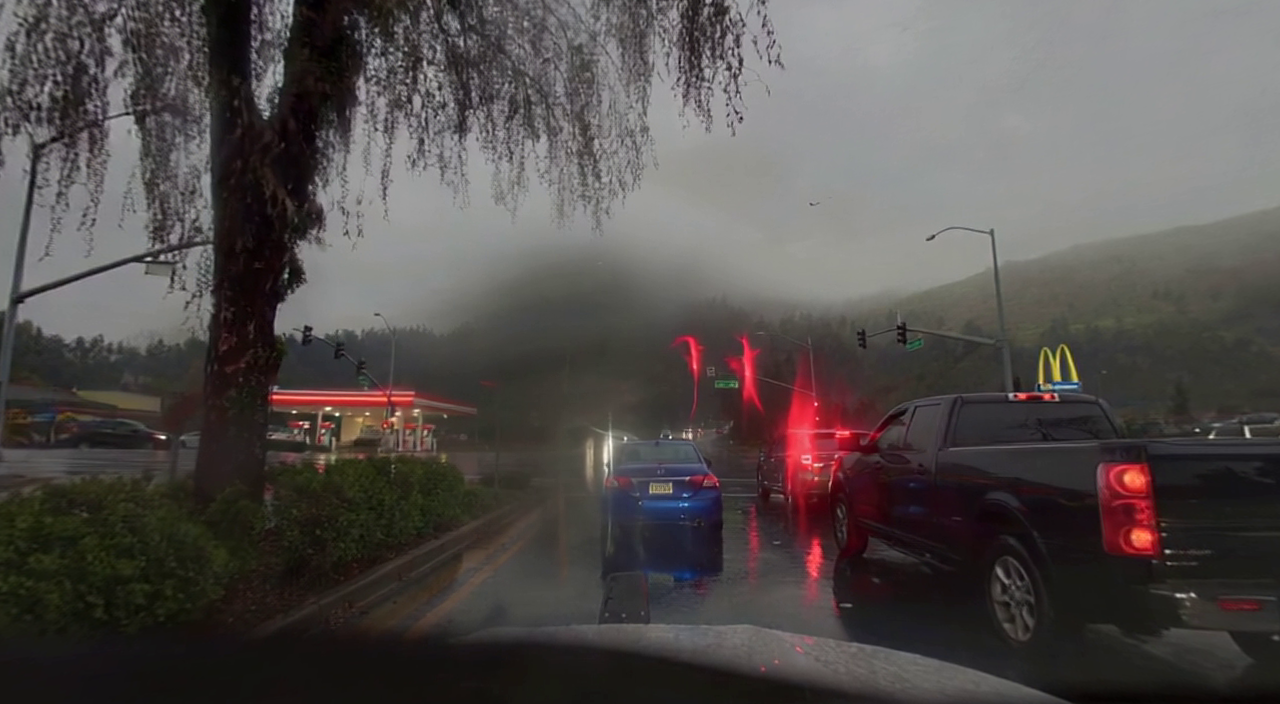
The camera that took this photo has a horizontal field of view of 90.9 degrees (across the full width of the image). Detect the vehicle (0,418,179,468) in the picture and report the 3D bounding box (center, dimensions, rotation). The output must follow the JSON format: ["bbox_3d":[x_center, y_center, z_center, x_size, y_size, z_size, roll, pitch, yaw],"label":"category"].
[{"bbox_3d":[-20.193,3.362,23.282,4.742,1.720,2.107,-1,-8,5],"label":"vehicle"}]

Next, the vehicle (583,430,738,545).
[{"bbox_3d":[0.257,2.070,10.254,2.027,1.494,3.824,0,-8,0],"label":"vehicle"}]

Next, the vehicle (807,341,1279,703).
[{"bbox_3d":[3.576,1.315,6.092,2.277,1.871,6.143,0,-8,0],"label":"vehicle"}]

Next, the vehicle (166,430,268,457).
[{"bbox_3d":[-23.094,5.026,34.490,4.326,1.420,1.798,-1,-8,4],"label":"vehicle"}]
